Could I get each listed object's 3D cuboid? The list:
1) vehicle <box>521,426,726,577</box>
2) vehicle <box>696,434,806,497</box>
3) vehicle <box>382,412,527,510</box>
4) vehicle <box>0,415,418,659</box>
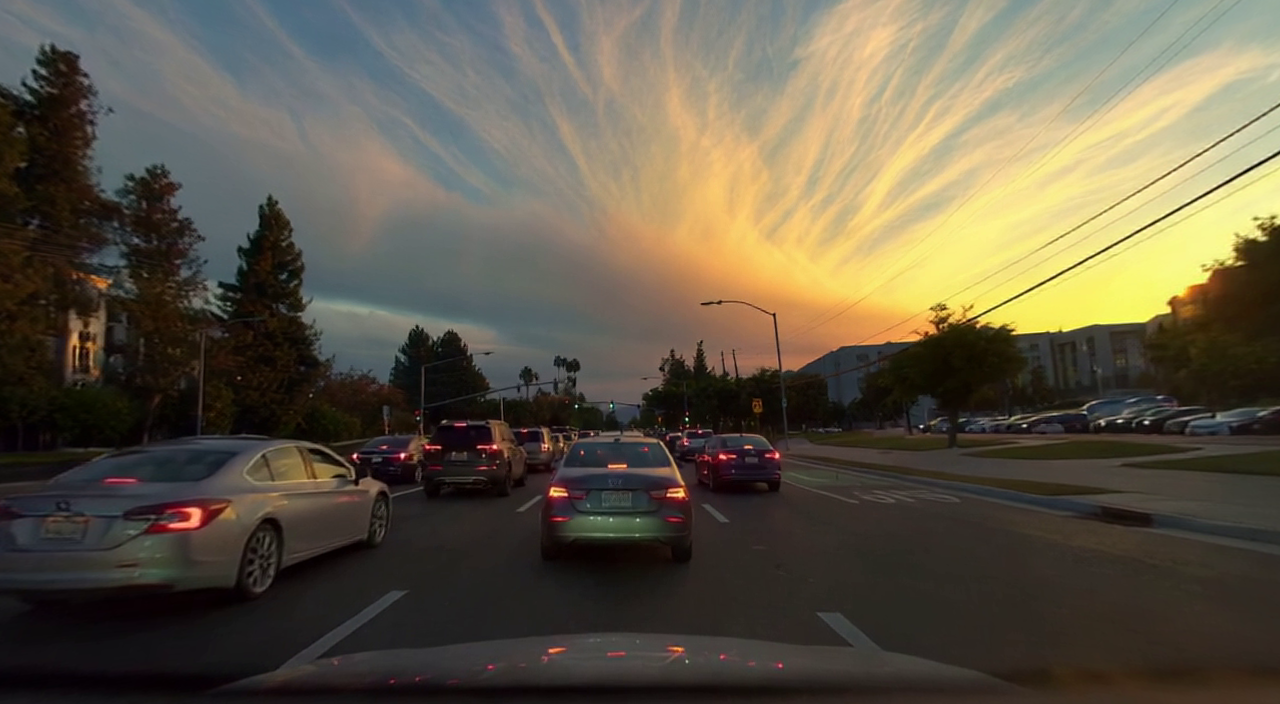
[{"bbox_3d":[-0.230,1.775,8.316,2.007,1.467,4.059,0,-9,-2],"label":"vehicle"},{"bbox_3d":[2.807,2.991,17.043,1.978,1.452,4.381,0,-9,-3],"label":"vehicle"},{"bbox_3d":[-4.033,2.460,14.637,2.054,1.881,4.469,0,-9,-1],"label":"vehicle"},{"bbox_3d":[-3.864,1.443,6.014,1.985,1.467,4.224,0,-9,-1],"label":"vehicle"}]
